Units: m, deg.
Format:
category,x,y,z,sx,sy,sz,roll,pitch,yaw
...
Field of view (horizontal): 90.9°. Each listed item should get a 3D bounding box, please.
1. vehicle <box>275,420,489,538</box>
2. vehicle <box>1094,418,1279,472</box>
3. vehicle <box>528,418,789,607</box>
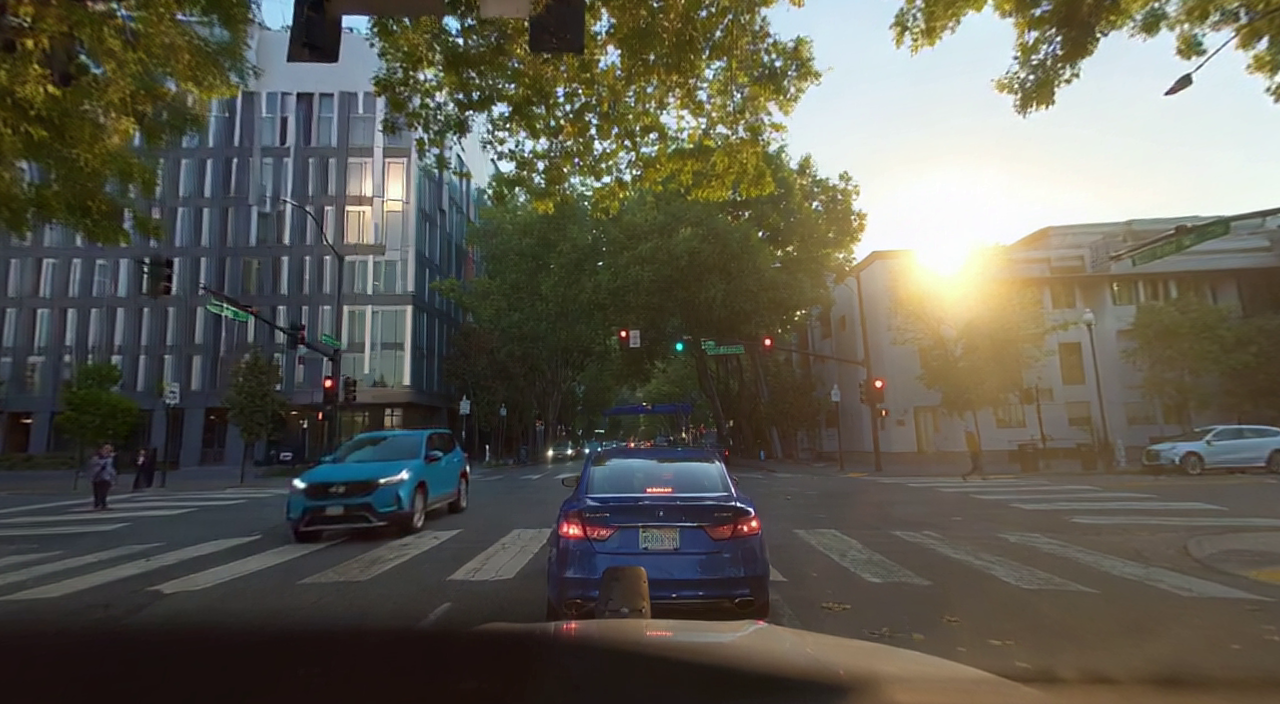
category,x,y,z,sx,sy,sz,roll,pitch,yaw
vehicle,-4.461,2.257,11.883,2.006,1.756,4.599,0,-8,1
vehicle,19.118,3.269,22.225,4.675,1.772,1.945,0,-8,0
vehicle,-0.141,1.653,7.485,1.893,1.532,4.145,2,-9,-16
